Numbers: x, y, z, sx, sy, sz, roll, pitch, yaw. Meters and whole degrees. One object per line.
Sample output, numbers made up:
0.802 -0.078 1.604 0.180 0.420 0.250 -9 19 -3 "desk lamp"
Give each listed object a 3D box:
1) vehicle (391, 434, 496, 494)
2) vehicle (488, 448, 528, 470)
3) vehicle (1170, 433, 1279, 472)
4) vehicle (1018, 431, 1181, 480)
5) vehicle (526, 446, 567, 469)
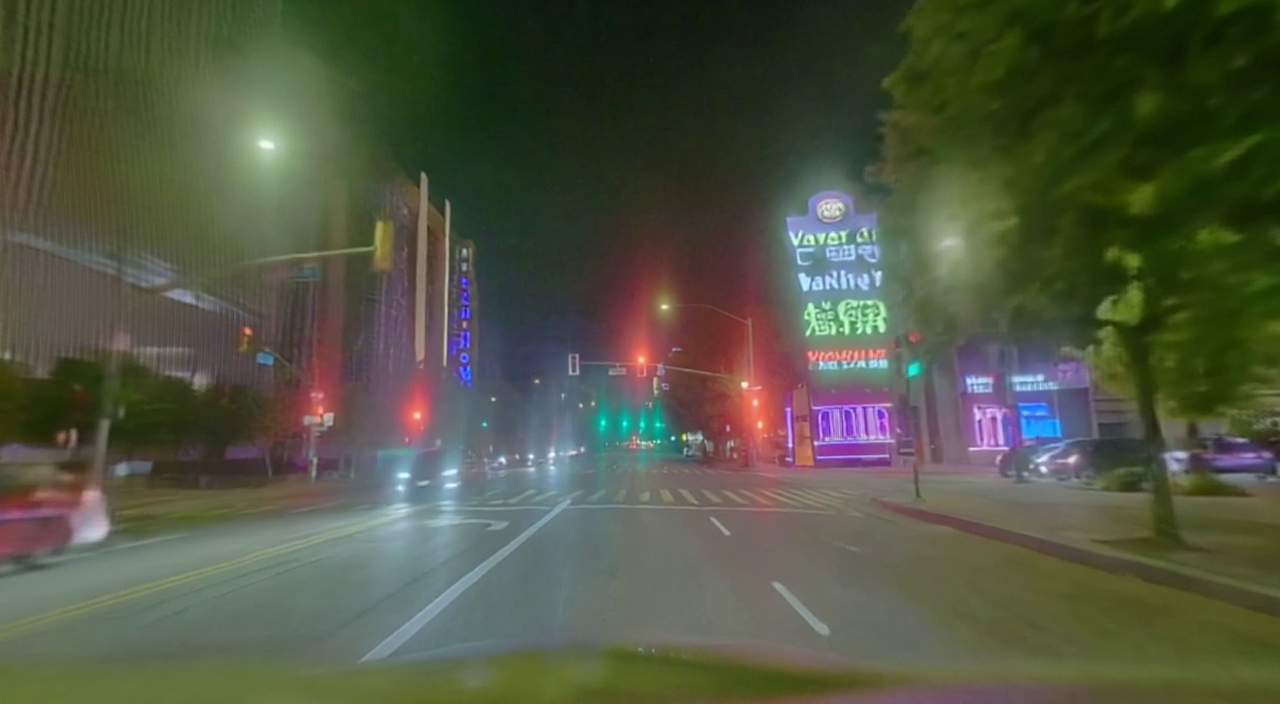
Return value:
-6.292 3.626 20.784 2.041 1.756 4.392 0 -8 0 "vehicle"
-9.783 7.959 46.905 1.919 1.518 4.360 0 -8 2 "vehicle"
24.873 4.098 25.795 4.503 1.472 2.032 0 -9 -1 "vehicle"
16.573 3.758 22.922 4.299 1.679 2.011 0 -9 0 "vehicle"
-6.199 7.005 42.076 2.007 1.478 4.328 0 -8 1 "vehicle"
